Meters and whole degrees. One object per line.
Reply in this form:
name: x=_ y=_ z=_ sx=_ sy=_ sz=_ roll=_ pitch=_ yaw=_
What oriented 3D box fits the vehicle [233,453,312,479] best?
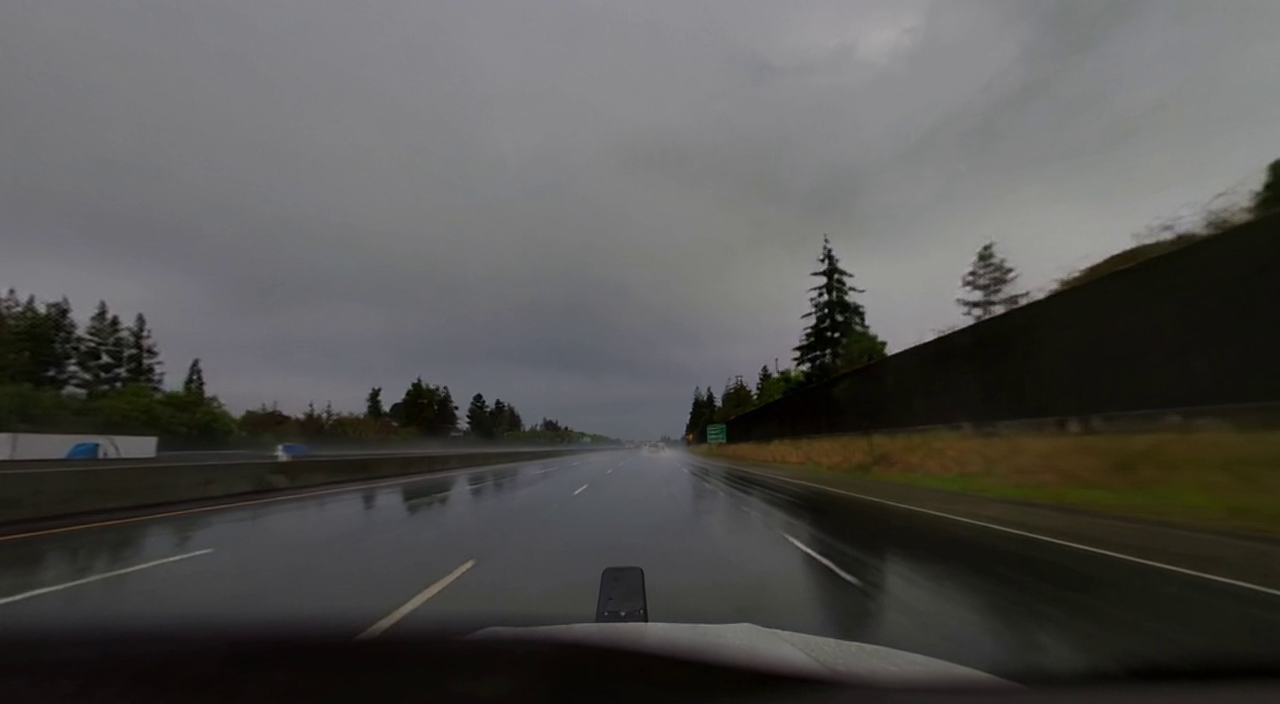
vehicle: x=-21.957 y=6.821 z=37.928 sx=1.900 sy=1.475 sz=4.609 roll=0 pitch=-9 yaw=1
